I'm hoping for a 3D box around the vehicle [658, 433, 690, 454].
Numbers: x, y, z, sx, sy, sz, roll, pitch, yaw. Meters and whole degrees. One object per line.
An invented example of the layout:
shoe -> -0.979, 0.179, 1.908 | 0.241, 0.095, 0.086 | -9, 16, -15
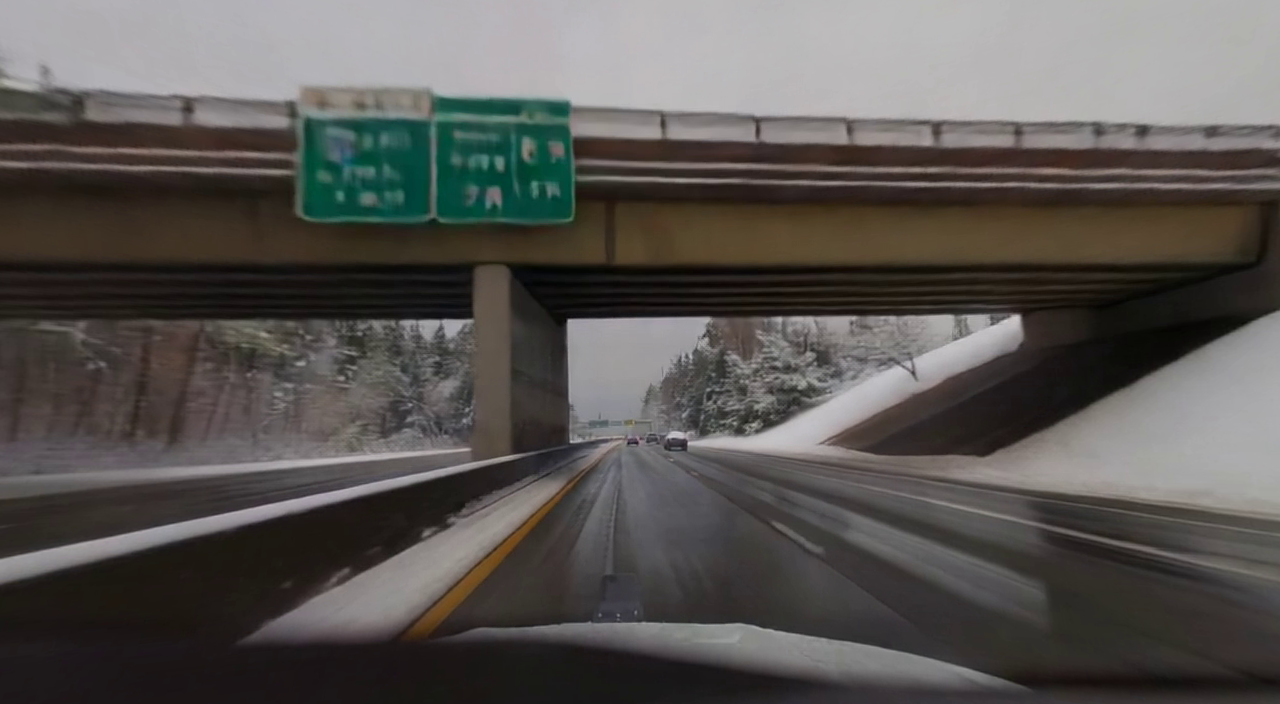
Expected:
vehicle -> 2.428, 6.679, 46.171 | 1.981, 1.490, 3.449 | 0, -8, -3
